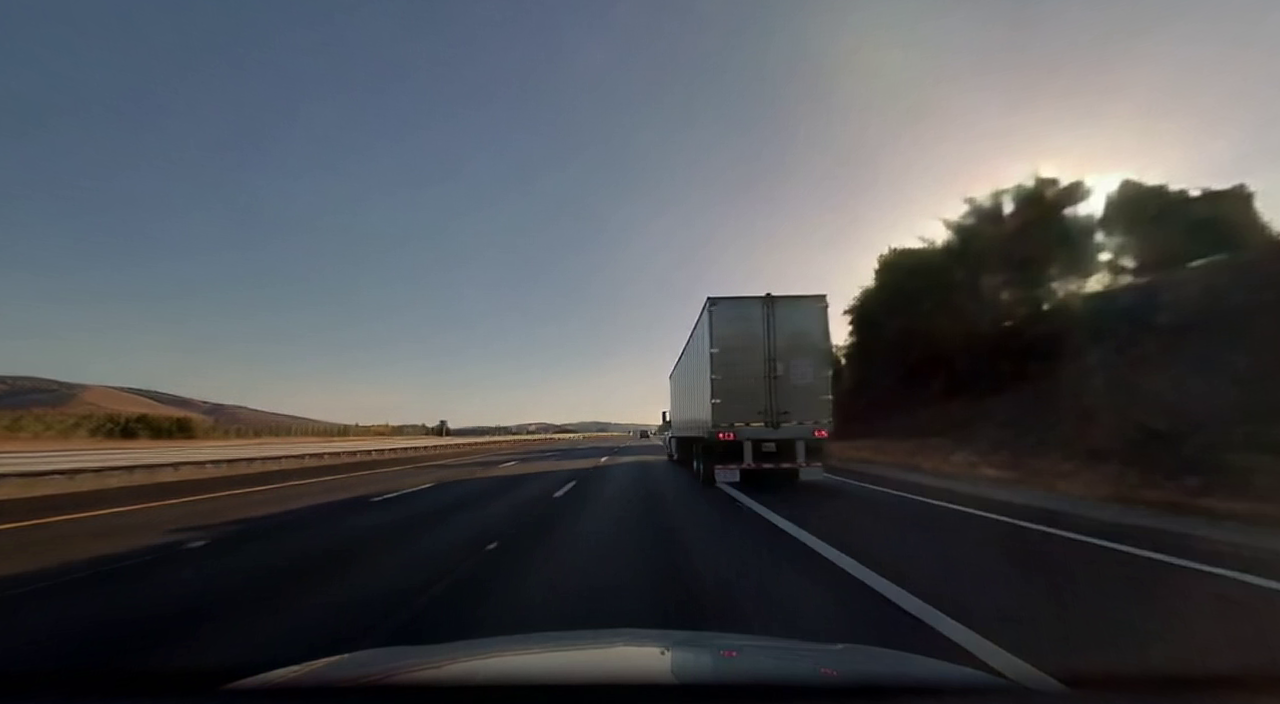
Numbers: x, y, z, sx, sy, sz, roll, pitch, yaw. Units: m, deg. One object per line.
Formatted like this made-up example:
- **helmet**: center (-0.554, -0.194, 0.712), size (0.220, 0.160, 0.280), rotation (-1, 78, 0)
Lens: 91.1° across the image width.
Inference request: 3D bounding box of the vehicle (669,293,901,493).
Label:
- **vehicle**: center (2.936, 1.528, 17.683), size (3.446, 3.698, 12.089), rotation (0, -8, -1)
